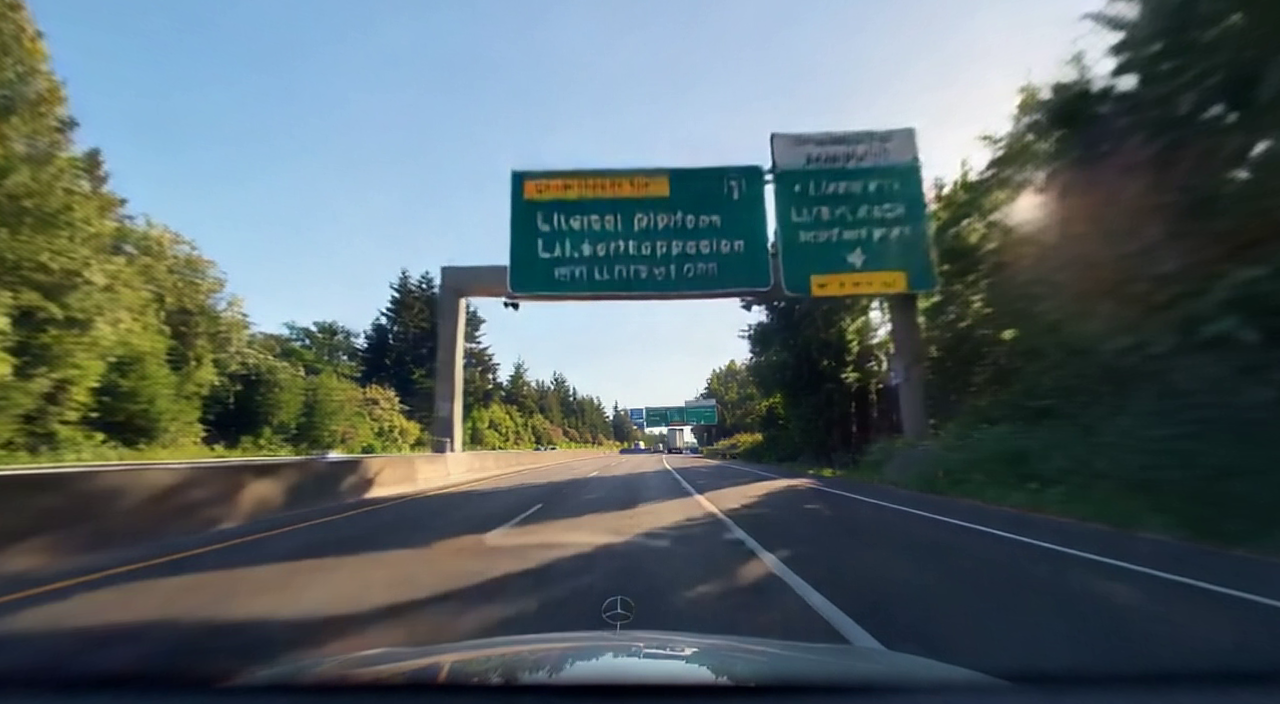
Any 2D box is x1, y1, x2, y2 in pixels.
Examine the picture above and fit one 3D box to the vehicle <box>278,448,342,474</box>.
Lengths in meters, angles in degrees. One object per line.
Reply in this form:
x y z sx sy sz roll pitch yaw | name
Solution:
-20.953 6.928 40.212 1.840 1.521 4.024 0 -8 1 | vehicle
